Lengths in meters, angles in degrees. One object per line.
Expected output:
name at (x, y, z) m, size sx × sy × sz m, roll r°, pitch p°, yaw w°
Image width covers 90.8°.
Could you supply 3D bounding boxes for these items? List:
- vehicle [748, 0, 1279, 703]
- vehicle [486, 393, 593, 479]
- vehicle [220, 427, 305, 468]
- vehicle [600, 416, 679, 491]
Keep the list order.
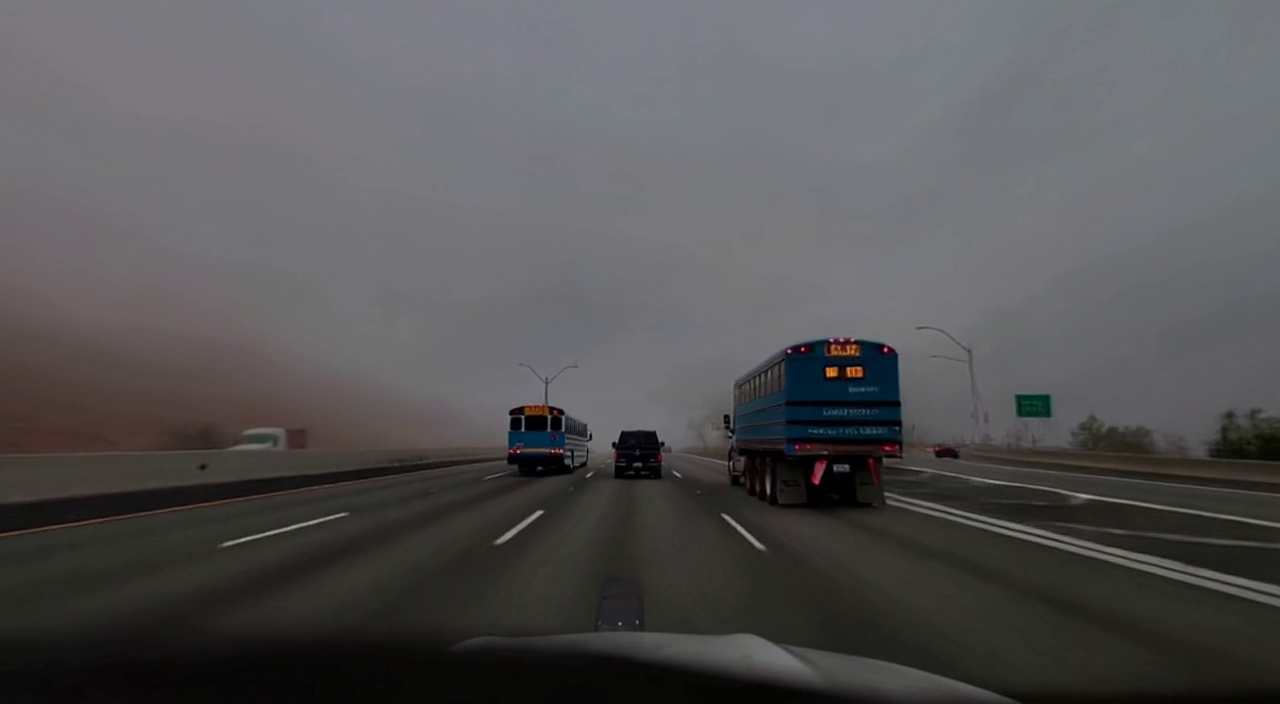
vehicle at (4.007, 0.325, 7.443) m, size 3.006 × 4.101 × 13.245 m, roll 0°, pitch -8°, yaw -1°
vehicle at (-3.824, 3.548, 26.258) m, size 2.947 × 3.009 × 7.991 m, roll 0°, pitch -8°, yaw 1°
vehicle at (-25.544, 6.490, 43.035) m, size 2.352 × 2.526 × 5.568 m, roll 0°, pitch -8°, yaw 0°
vehicle at (-0.080, 2.943, 18.520) m, size 2.037 × 1.929 × 4.343 m, roll 0°, pitch -8°, yaw -2°
